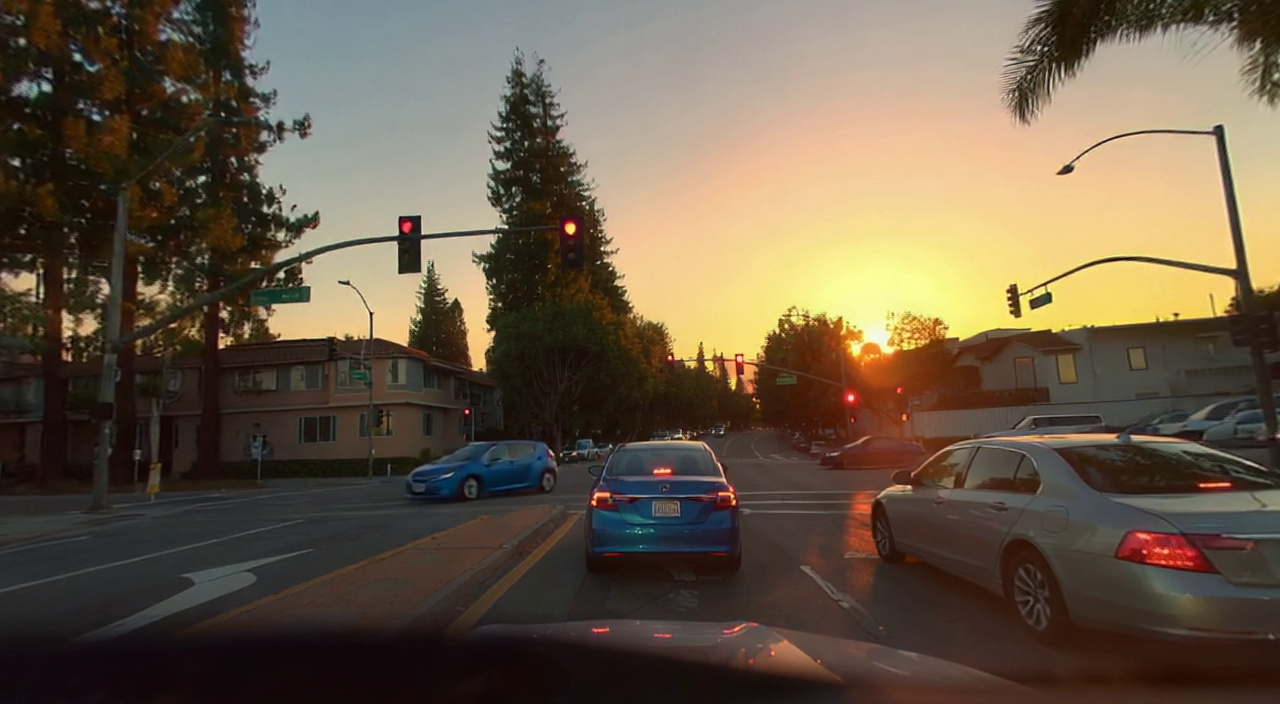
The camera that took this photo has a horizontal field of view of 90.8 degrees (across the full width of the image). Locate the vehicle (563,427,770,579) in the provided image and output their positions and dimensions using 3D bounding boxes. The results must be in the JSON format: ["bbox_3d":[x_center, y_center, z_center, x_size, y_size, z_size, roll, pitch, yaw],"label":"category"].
[{"bbox_3d":[0.303,1.818,8.334,2.090,1.505,3.756,-1,-9,1],"label":"vehicle"}]

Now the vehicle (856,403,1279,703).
[{"bbox_3d":[3.661,1.341,5.445,1.888,1.486,4.681,0,-9,-1],"label":"vehicle"}]

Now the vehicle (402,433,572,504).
[{"bbox_3d":[-4.117,3.206,17.848,1.996,1.705,4.577,-5,-10,30],"label":"vehicle"}]
